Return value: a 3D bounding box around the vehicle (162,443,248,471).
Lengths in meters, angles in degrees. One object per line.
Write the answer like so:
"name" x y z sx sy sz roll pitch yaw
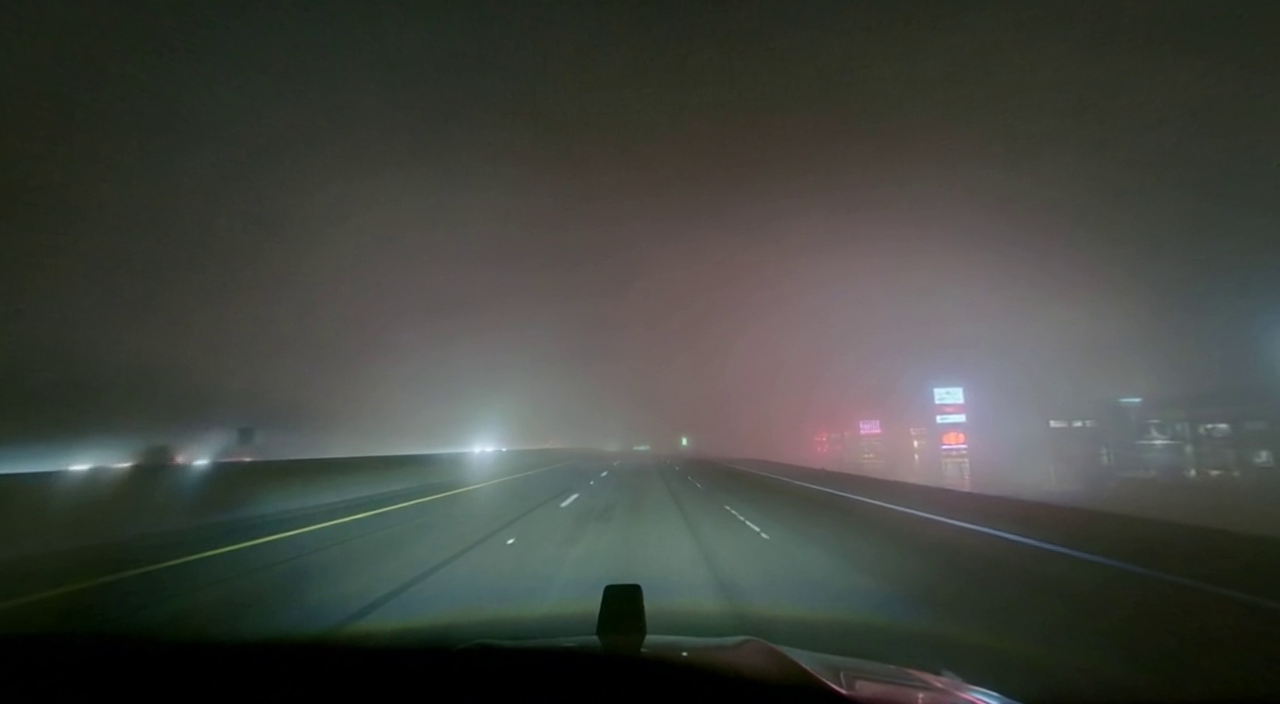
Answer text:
"vehicle" -27.367 6.601 39.906 2.027 1.672 4.667 0 -8 1

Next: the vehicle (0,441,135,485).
"vehicle" -23.497 4.447 25.660 1.930 1.633 4.669 0 -8 1
